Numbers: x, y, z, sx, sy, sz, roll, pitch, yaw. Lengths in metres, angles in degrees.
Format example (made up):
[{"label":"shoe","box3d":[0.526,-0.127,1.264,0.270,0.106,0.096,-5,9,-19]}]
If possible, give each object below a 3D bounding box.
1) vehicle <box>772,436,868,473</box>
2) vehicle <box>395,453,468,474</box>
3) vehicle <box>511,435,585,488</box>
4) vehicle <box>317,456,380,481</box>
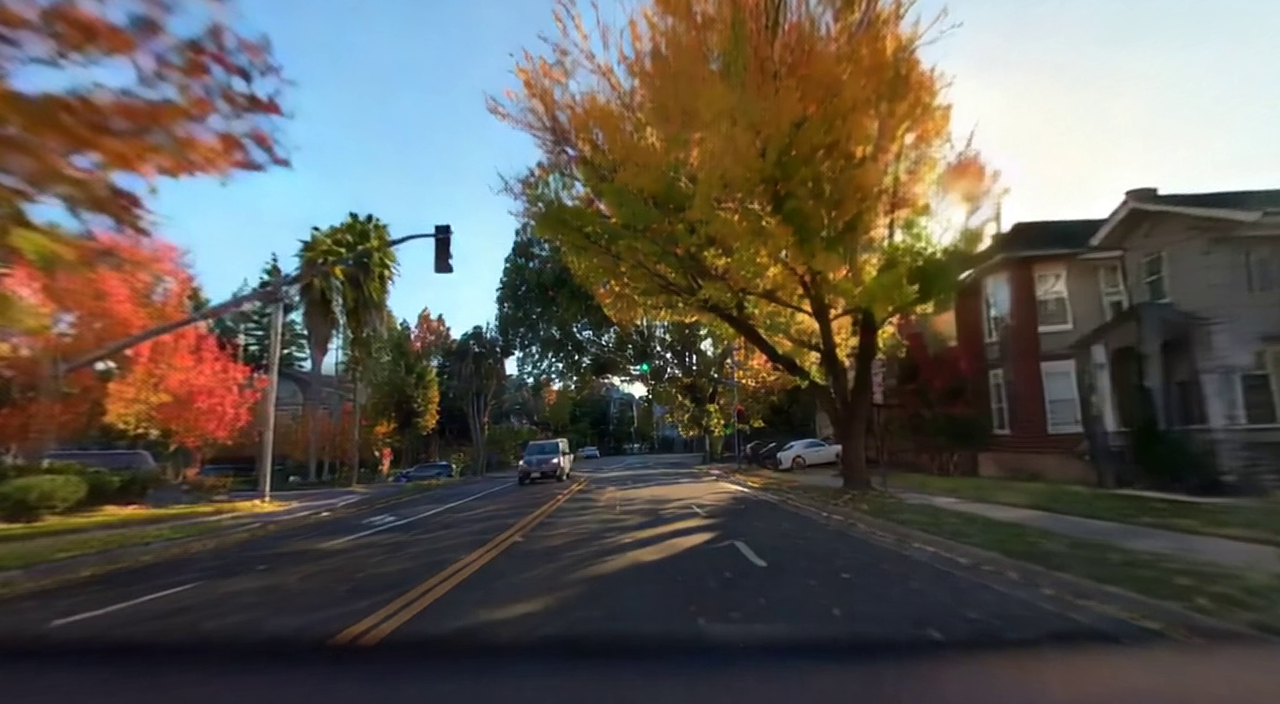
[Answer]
[{"label":"vehicle","box3d":[9.335,5.359,33.025,4.385,1.612,2.070,-4,-9,4]},{"label":"vehicle","box3d":[-15.154,8.128,45.982,4.649,1.423,1.850,-1,-9,5]},{"label":"vehicle","box3d":[-3.629,4.467,26.138,2.275,1.953,5.423,0,-9,0]},{"label":"vehicle","box3d":[-21.502,8.594,46.762,2.052,1.470,4.633,-7,-9,6]}]
